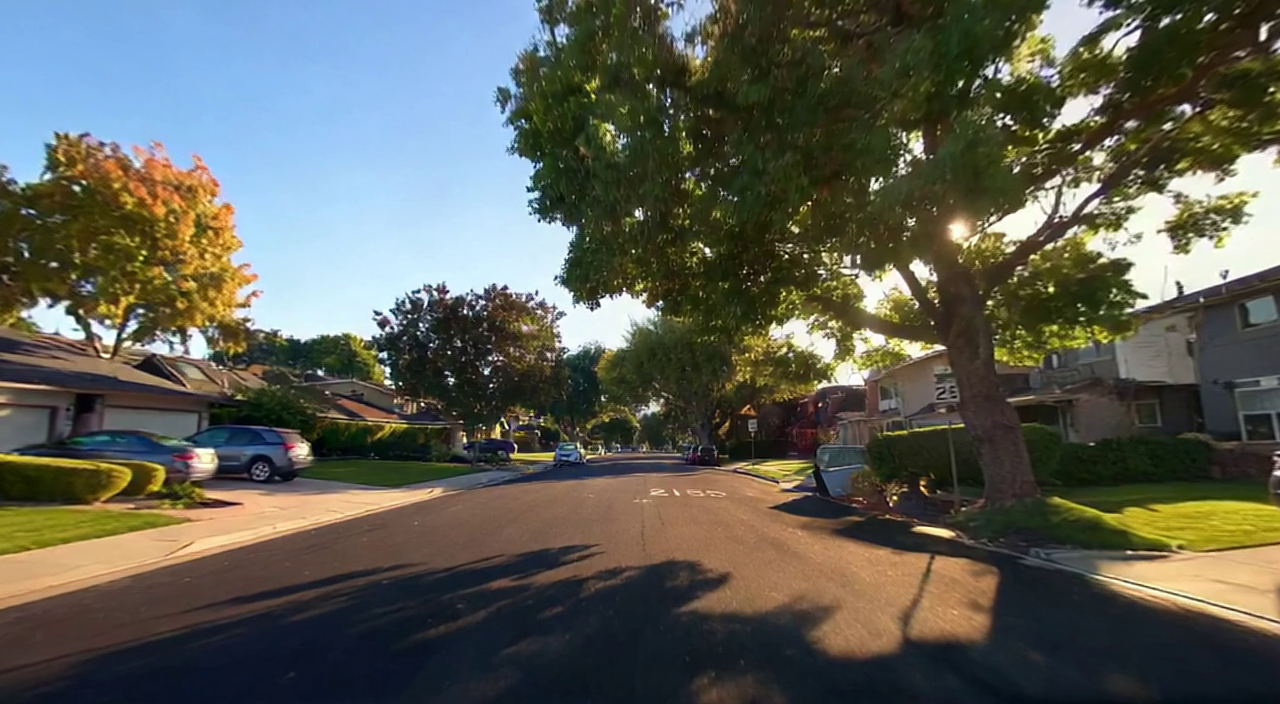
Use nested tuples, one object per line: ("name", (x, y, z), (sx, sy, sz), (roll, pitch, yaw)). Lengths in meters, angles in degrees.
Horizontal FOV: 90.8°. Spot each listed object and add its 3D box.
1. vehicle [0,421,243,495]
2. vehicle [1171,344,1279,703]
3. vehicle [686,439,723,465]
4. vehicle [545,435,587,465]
("vehicle", (-12.360, 2.465, 14.814), (4.669, 1.606, 2.008), (0, -9, -1))
("vehicle", (4.208, 0.552, 0.265), (2.413, 1.883, 5.992), (1, -8, -5))
("vehicle", (4.490, 7.054, 44.598), (2.033, 1.730, 4.554), (0, -9, -1))
("vehicle", (-5.264, 7.074, 45.535), (2.322, 1.949, 5.695), (-1, -9, 0))
